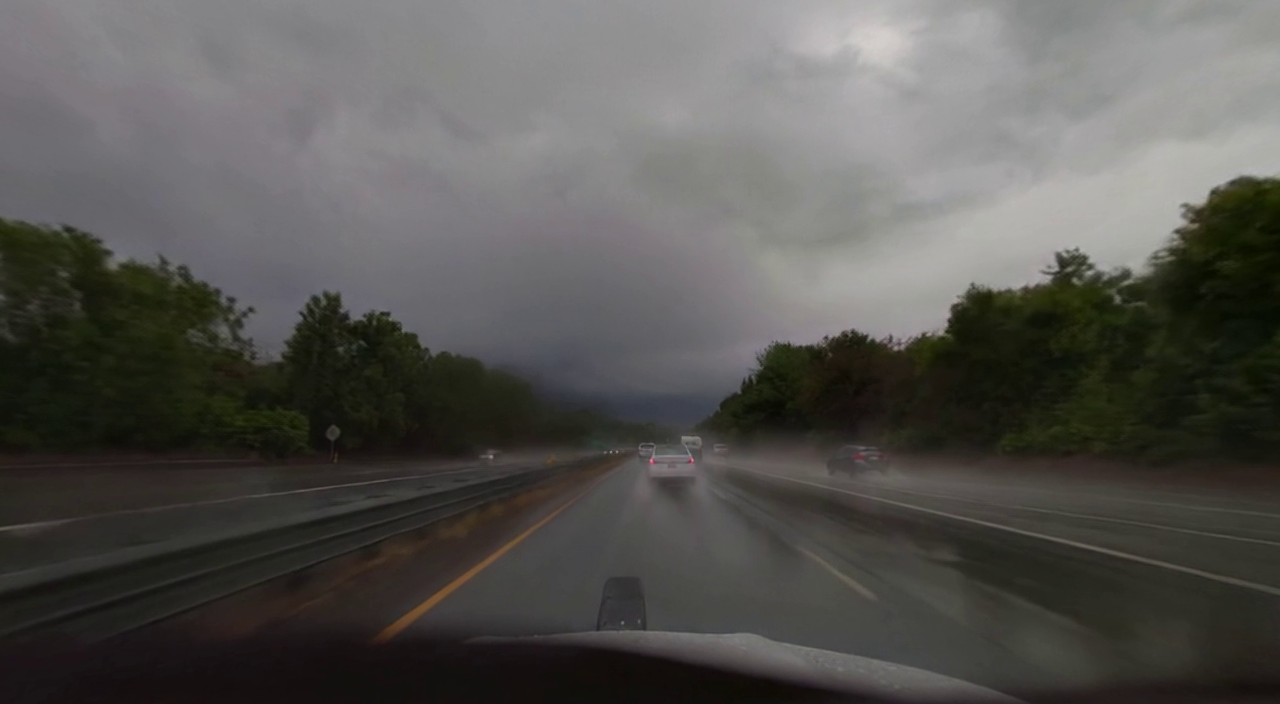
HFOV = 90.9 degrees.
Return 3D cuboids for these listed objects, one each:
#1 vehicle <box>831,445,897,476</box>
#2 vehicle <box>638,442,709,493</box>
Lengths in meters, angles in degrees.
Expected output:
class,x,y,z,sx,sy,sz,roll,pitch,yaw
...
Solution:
class,x,y,z,sx,sy,sz,roll,pitch,yaw
vehicle,11.653,5.647,33.015,1.926,1.483,3.528,0,-9,-4
vehicle,0.972,3.699,20.537,2.053,1.483,4.185,0,-9,0
